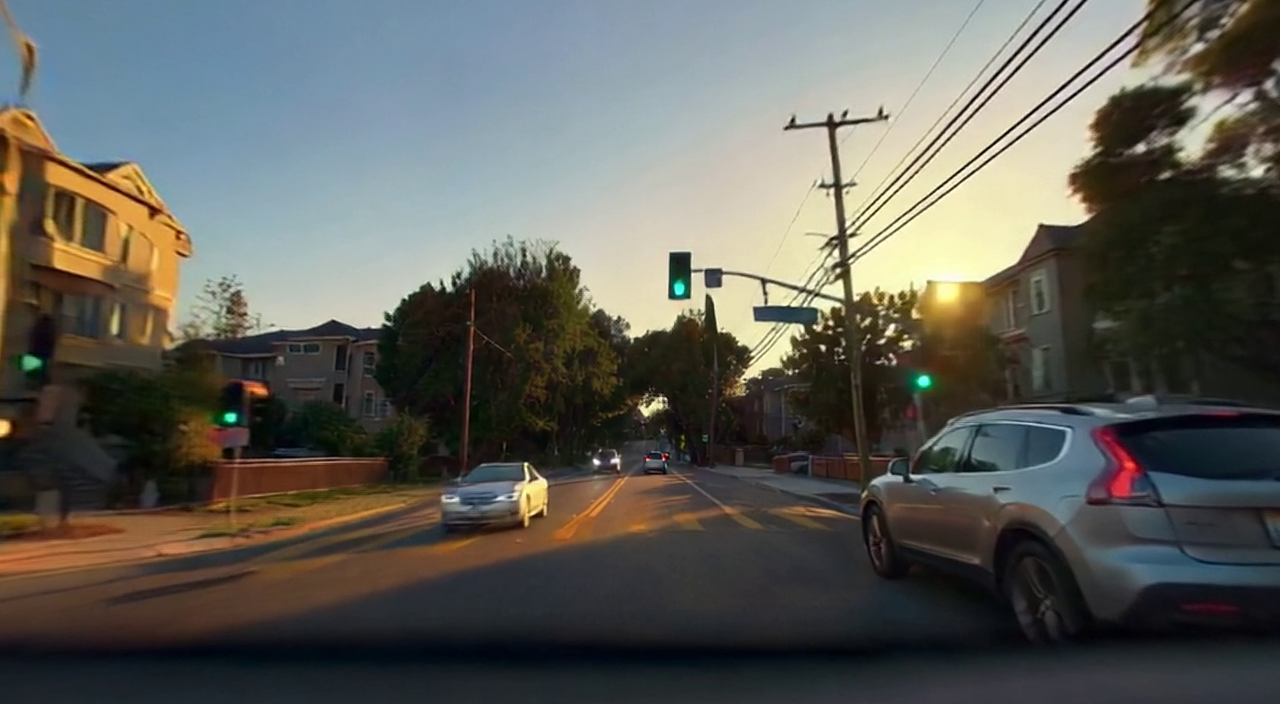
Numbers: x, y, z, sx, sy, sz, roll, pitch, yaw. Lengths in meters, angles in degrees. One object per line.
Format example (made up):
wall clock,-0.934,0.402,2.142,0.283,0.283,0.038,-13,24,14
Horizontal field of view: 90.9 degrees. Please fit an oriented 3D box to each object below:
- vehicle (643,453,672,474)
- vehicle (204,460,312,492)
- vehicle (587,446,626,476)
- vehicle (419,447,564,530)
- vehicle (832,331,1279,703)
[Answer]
vehicle,1.268,8.326,47.258,2.097,1.463,4.043,0,-9,0
vehicle,-20.065,6.505,33.244,4.327,1.513,2.021,1,-10,-1
vehicle,-2.383,8.001,46.700,2.469,2.023,5.896,0,-9,1
vehicle,-2.984,2.845,13.785,2.170,1.513,4.270,0,-9,-1
vehicle,3.328,1.195,5.047,2.130,1.863,4.844,0,-9,1
